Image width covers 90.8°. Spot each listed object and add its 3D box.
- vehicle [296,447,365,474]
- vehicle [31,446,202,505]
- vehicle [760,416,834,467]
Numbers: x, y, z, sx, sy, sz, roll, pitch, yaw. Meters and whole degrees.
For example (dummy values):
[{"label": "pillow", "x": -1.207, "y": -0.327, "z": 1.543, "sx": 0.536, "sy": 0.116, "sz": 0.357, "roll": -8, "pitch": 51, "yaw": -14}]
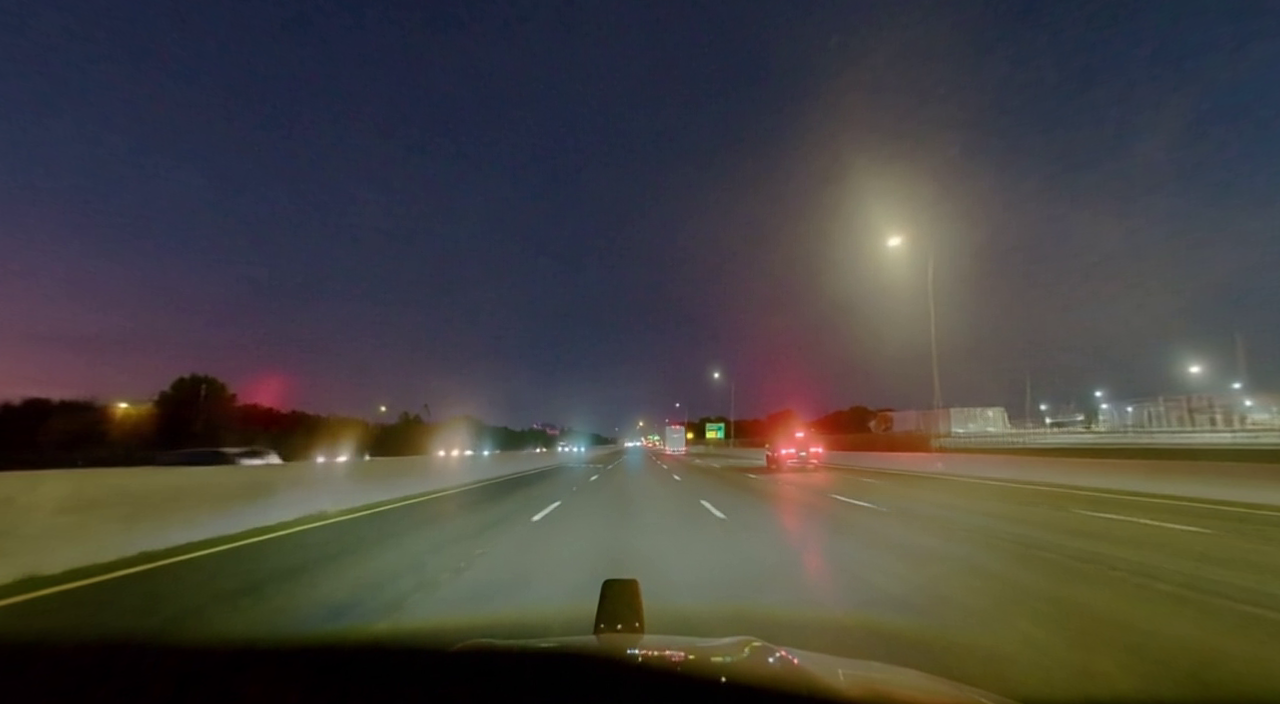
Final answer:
[{"label": "vehicle", "x": -17.139, "y": 6.010, "z": 35.231, "sx": 1.870, "sy": 1.399, "sz": 3.844, "roll": 0, "pitch": -9, "yaw": 0}, {"label": "vehicle", "x": -13.654, "y": 3.197, "z": 16.767, "sx": 1.541, "sy": 1.373, "sz": 3.408, "roll": 0, "pitch": -9, "yaw": 1}, {"label": "vehicle", "x": 11.221, "y": 6.605, "z": 46.285, "sx": 2.912, "sy": 3.293, "sz": 9.588, "roll": 0, "pitch": -9, "yaw": 0}]
